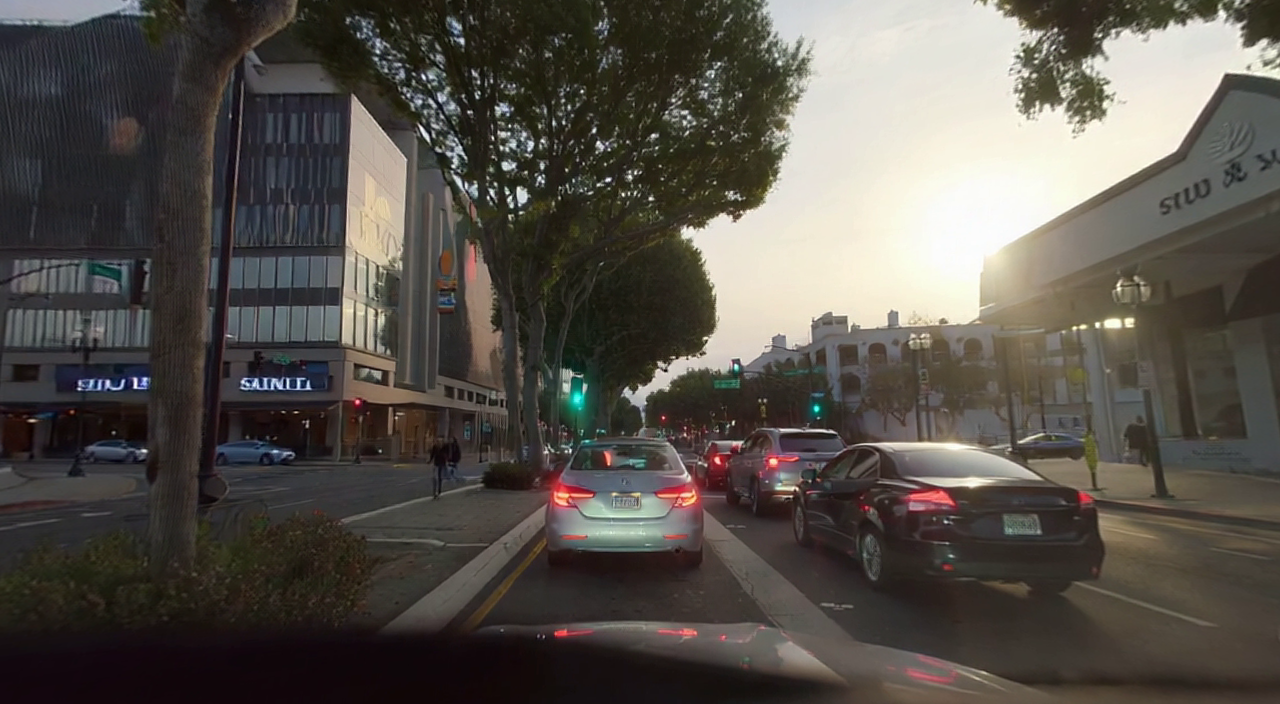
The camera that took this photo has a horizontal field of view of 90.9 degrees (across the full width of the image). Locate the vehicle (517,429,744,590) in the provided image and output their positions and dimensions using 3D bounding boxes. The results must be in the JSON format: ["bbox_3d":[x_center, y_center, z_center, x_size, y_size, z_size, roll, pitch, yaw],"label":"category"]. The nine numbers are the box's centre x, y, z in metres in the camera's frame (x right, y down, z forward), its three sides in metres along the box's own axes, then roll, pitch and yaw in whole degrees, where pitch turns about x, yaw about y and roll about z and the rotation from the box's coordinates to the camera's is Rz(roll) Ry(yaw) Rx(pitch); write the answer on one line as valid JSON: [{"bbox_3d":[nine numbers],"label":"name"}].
[{"bbox_3d":[-0.103,1.761,7.942,2.087,1.456,4.143,0,-8,-1],"label":"vehicle"}]

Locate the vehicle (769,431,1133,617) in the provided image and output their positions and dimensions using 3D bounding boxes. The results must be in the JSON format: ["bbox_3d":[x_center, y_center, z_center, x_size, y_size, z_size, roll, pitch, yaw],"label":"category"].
[{"bbox_3d":[2.909,1.680,7.182,1.893,1.446,4.270,0,-8,-1],"label":"vehicle"}]
